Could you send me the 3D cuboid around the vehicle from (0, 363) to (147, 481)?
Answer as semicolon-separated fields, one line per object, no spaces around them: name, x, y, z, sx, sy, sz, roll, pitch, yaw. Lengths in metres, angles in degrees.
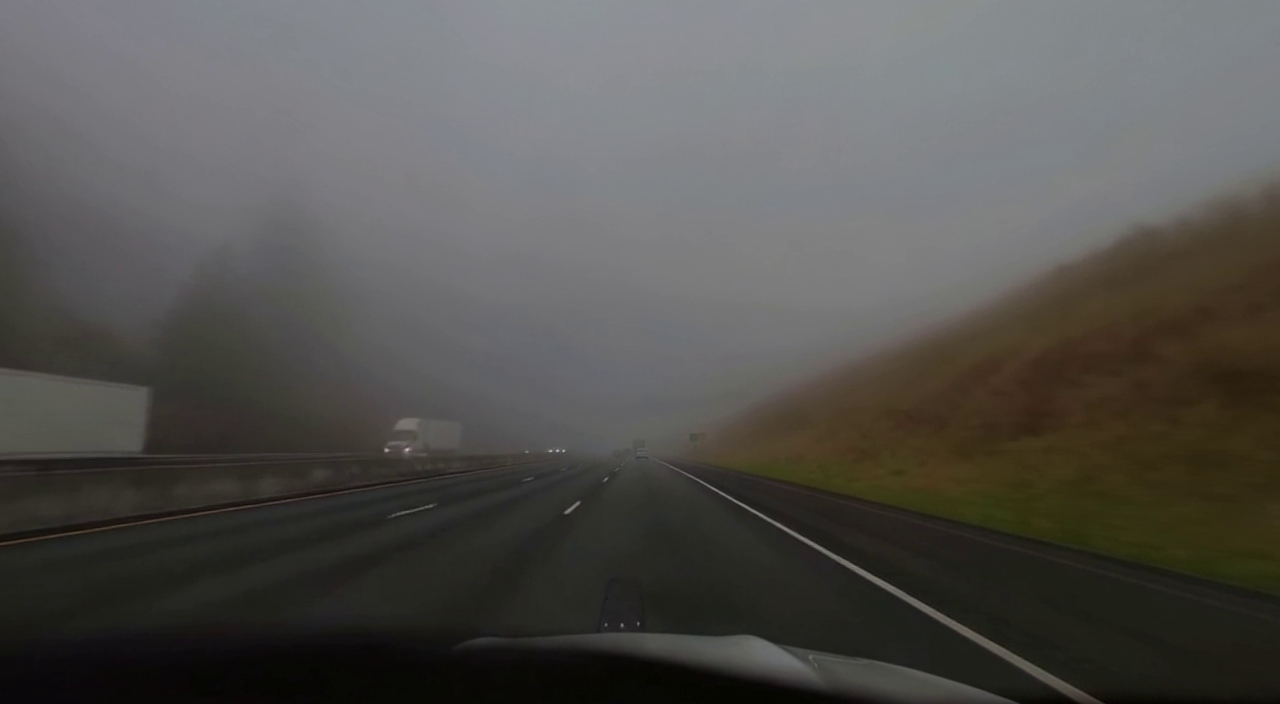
vehicle;-22.919;2.139;19.819;2.900;3.886;14.872;0;-9;0
